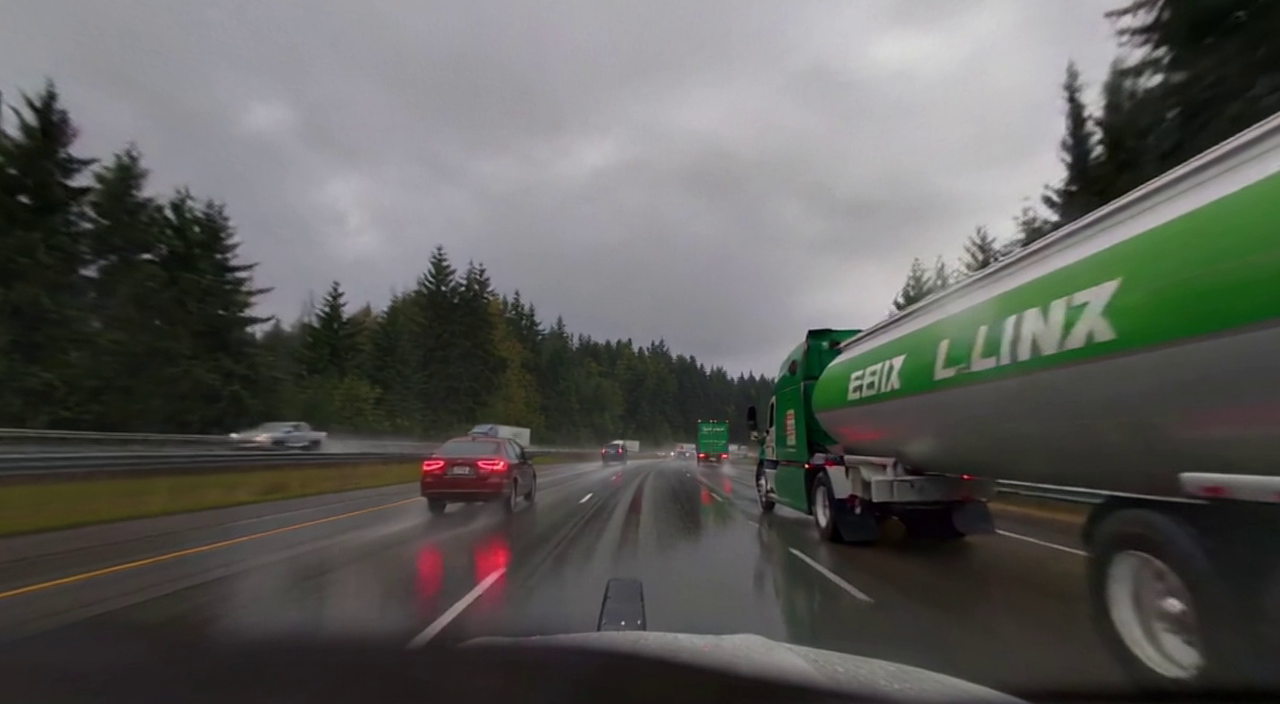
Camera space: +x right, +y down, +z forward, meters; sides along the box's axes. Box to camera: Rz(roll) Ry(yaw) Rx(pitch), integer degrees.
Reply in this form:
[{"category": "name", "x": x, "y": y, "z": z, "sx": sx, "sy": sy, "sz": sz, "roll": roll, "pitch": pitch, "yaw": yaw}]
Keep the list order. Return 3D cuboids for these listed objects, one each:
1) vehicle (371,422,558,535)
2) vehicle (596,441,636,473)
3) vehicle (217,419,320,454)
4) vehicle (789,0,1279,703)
[{"category": "vehicle", "x": -3.006, "y": 2.313, "z": 12.013, "sx": 2.205, "sy": 1.728, "sz": 4.397, "roll": 0, "pitch": -9, "yaw": 1}, {"category": "vehicle", "x": -1.568, "y": 7.147, "z": 42.917, "sx": 2.201, "sy": 2.038, "sz": 5.065, "roll": -1, "pitch": -9, "yaw": 4}, {"category": "vehicle", "x": -17.327, "y": 4.044, "z": 29.706, "sx": 1.834, "sy": 1.515, "sz": 4.605, "roll": -1, "pitch": -9, "yaw": 3}, {"category": "vehicle", "x": 4.311, "y": 0.685, "z": 6.699, "sx": 2.732, "sy": 3.585, "sz": 11.338, "roll": 0, "pitch": -9, "yaw": 0}]
